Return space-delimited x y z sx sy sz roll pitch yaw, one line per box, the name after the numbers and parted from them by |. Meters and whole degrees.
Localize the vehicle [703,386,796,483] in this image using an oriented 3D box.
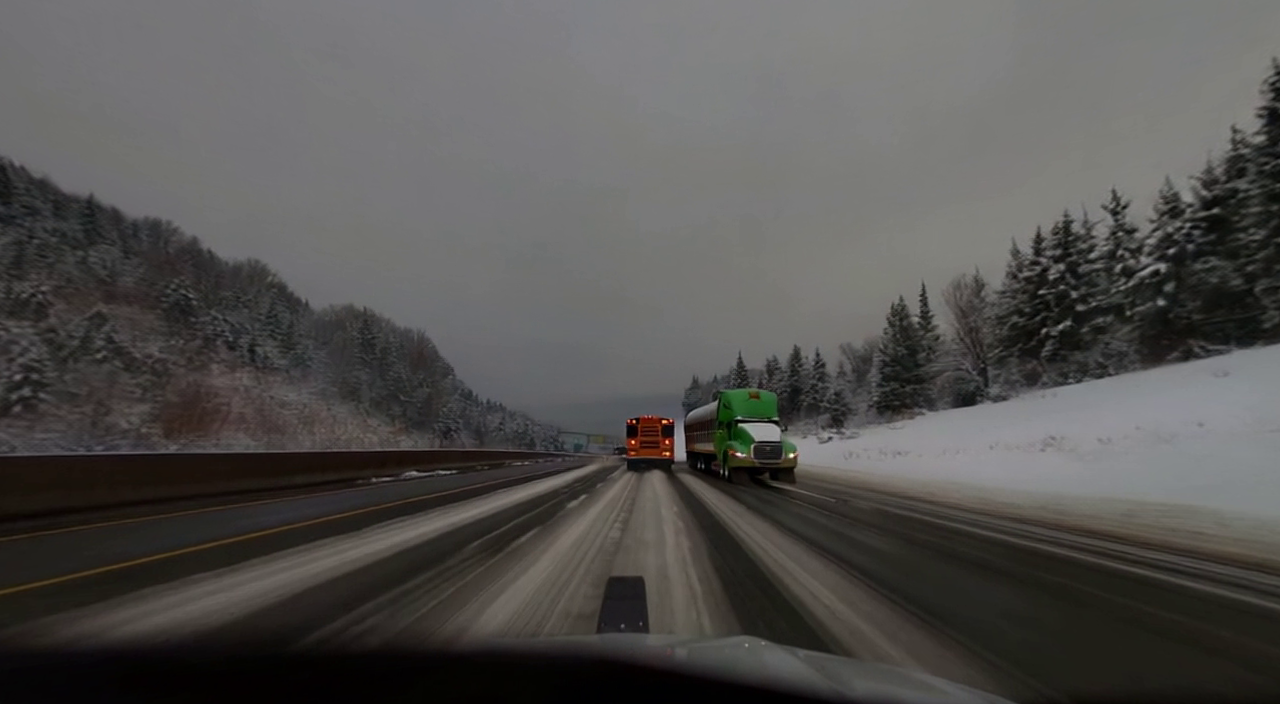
4.524 3.655 27.744 2.716 3.705 7.018 0 -8 -1 | vehicle

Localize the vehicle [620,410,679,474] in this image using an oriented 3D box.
0.510 5.330 37.330 2.948 3.265 10.569 0 -8 0 | vehicle
